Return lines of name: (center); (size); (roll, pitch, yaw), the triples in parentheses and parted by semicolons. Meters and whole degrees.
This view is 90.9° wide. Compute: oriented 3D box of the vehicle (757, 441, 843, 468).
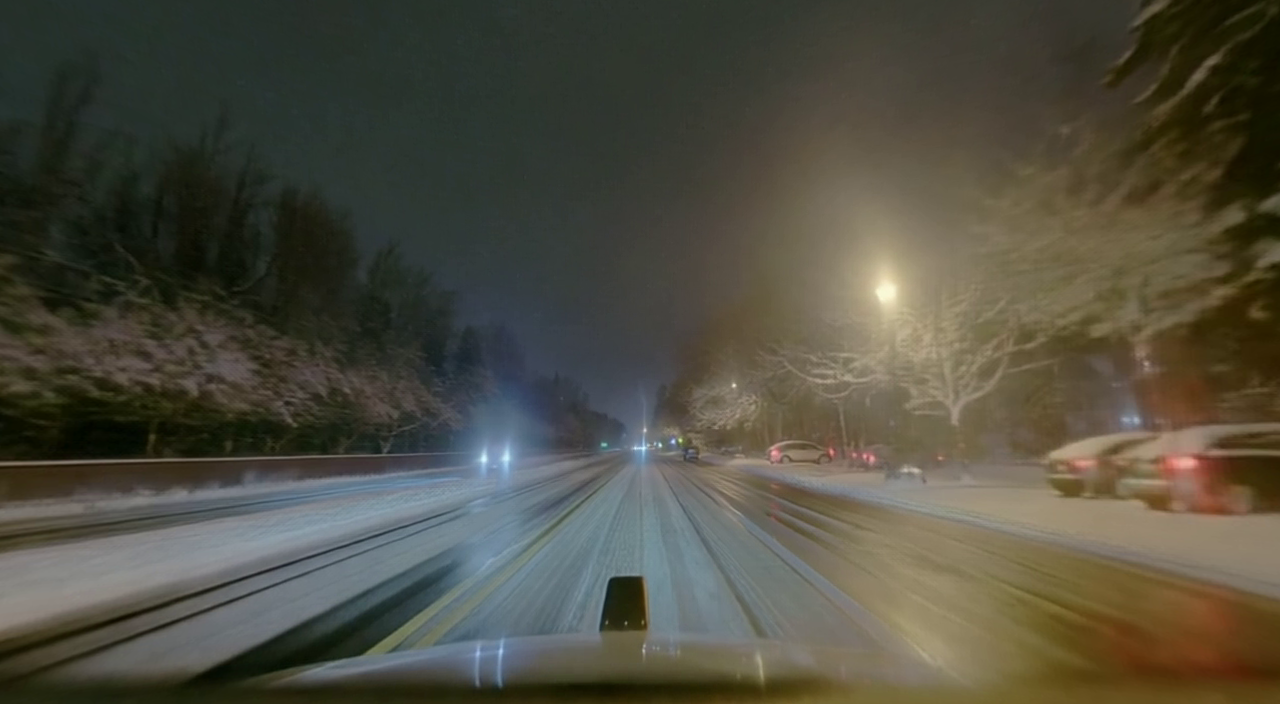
vehicle: (10.676, 6.852, 42.344); (5.118, 1.701, 2.175); (0, -9, -2)

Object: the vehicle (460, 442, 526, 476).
vehicle: (-8.392, 6.160, 36.618); (2.401, 1.807, 4.960); (-1, -9, 3)

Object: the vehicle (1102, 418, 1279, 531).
vehicle: (10.896, 2.015, 10.674); (4.493, 1.705, 2.034); (0, -9, 0)

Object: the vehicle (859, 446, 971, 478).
vehicle: (13.083, 5.222, 30.161); (4.438, 1.444, 1.900); (0, -9, 0)
